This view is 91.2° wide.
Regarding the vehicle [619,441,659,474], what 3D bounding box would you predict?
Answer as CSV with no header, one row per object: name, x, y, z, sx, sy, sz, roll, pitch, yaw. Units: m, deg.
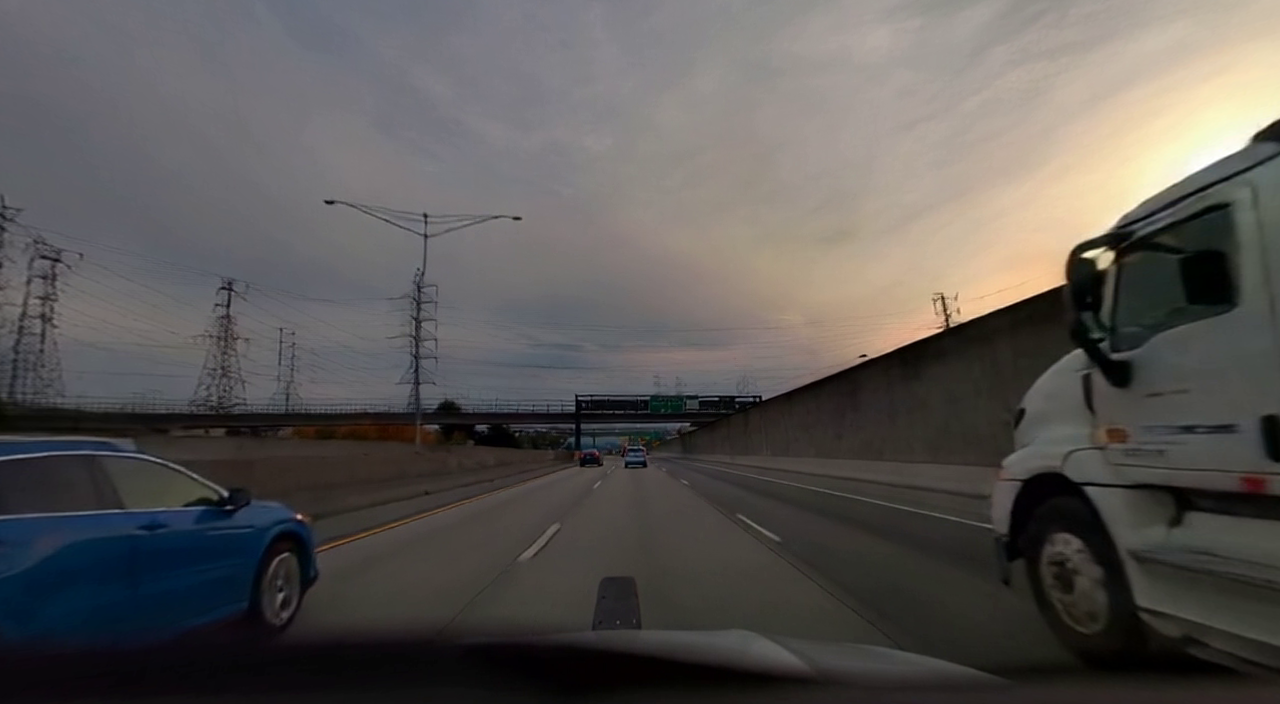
vehicle,-0.081,5.690,33.895,2.004,1.615,4.113,0,-9,0

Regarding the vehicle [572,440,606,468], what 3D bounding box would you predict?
vehicle,-3.697,7.490,46.109,2.077,1.884,4.961,0,-9,0

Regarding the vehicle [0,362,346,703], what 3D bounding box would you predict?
vehicle,-3.242,0.908,2.731,1.987,1.548,3.981,0,-9,0
